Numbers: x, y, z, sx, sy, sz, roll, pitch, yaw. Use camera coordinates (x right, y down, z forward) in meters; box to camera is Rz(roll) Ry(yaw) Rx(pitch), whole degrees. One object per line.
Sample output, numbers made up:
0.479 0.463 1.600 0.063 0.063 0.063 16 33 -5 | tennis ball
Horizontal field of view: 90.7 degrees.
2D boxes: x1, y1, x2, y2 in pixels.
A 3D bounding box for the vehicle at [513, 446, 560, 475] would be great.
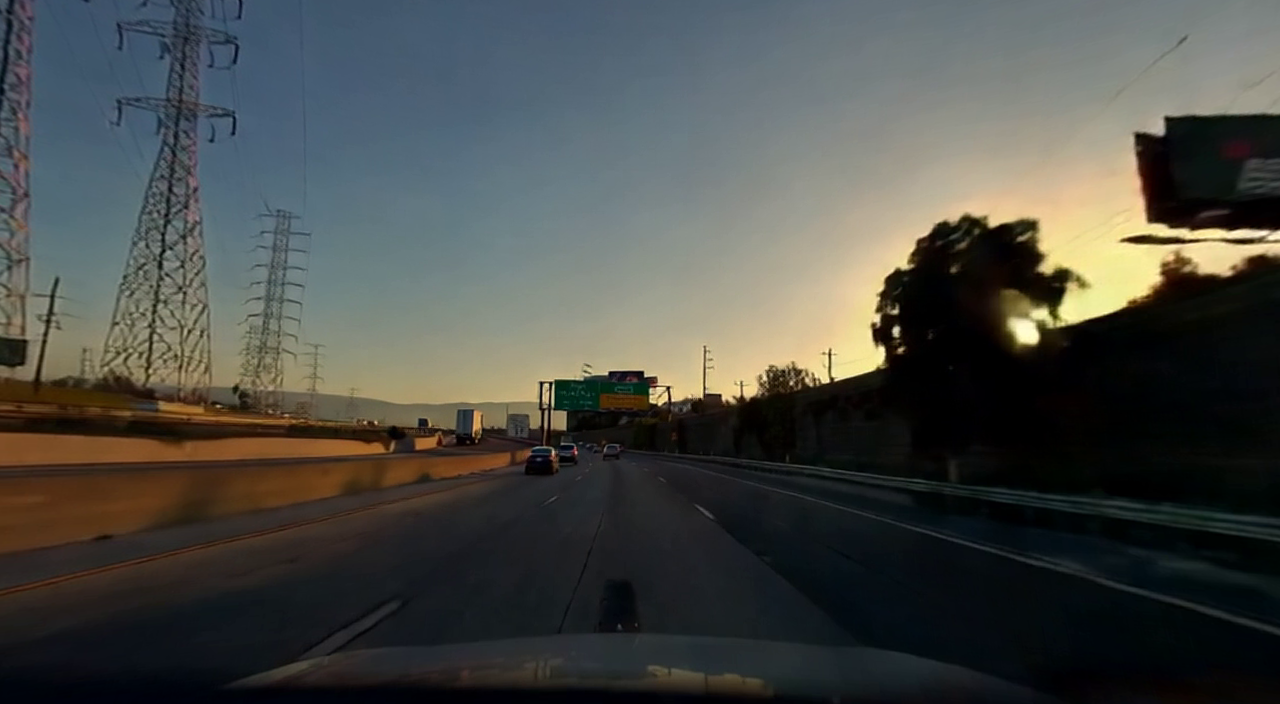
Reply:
-5.438 5.740 33.622 1.921 1.420 4.078 0 -9 -2 | vehicle
